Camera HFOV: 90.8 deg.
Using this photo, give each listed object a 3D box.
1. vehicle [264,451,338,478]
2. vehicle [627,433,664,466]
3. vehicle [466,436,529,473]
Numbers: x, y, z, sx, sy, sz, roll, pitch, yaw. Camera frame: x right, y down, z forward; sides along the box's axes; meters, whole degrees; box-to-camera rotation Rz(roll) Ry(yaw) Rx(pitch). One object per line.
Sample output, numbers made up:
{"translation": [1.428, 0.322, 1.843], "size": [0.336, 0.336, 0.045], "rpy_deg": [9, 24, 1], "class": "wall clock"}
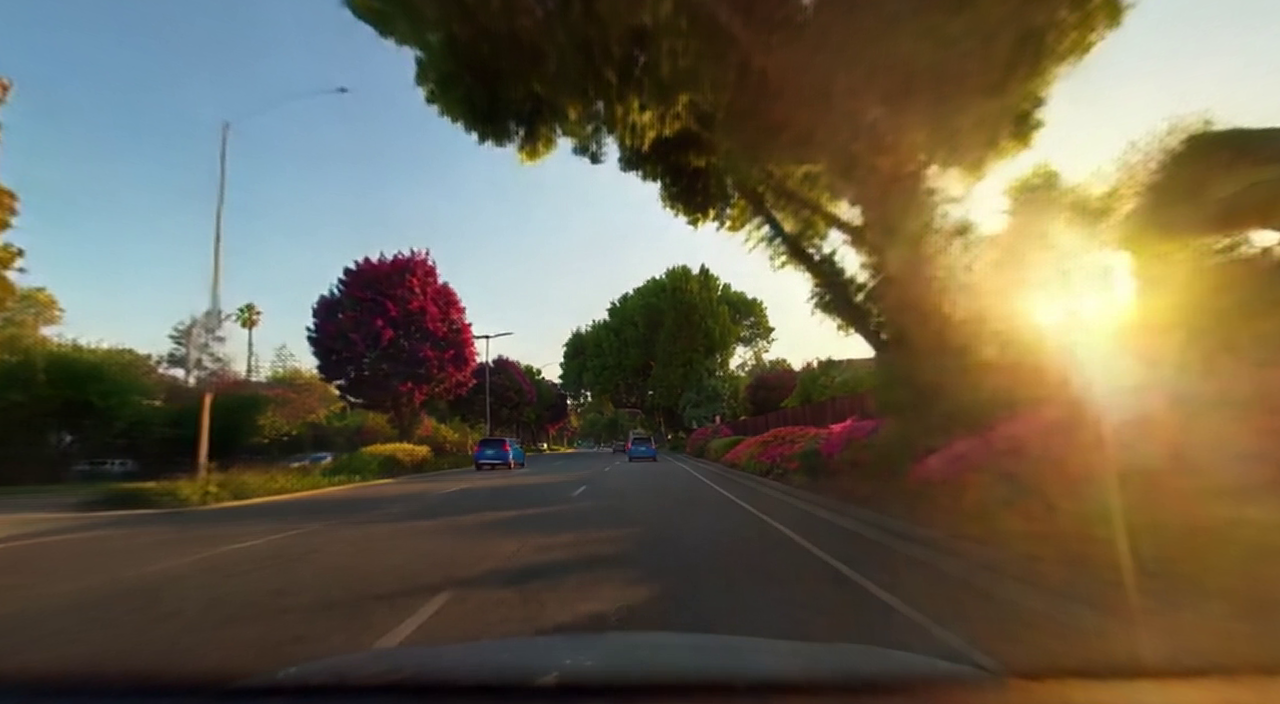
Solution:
{"translation": [-20.704, 6.876, 38.815], "size": [1.877, 1.507, 4.722], "rpy_deg": [0, -8, 1], "class": "vehicle"}
{"translation": [0.329, 5.744, 37.291], "size": [2.070, 1.764, 4.552], "rpy_deg": [0, -8, 1], "class": "vehicle"}
{"translation": [-6.908, 5.015, 31.080], "size": [1.993, 1.657, 4.487], "rpy_deg": [-1, -8, 1], "class": "vehicle"}
